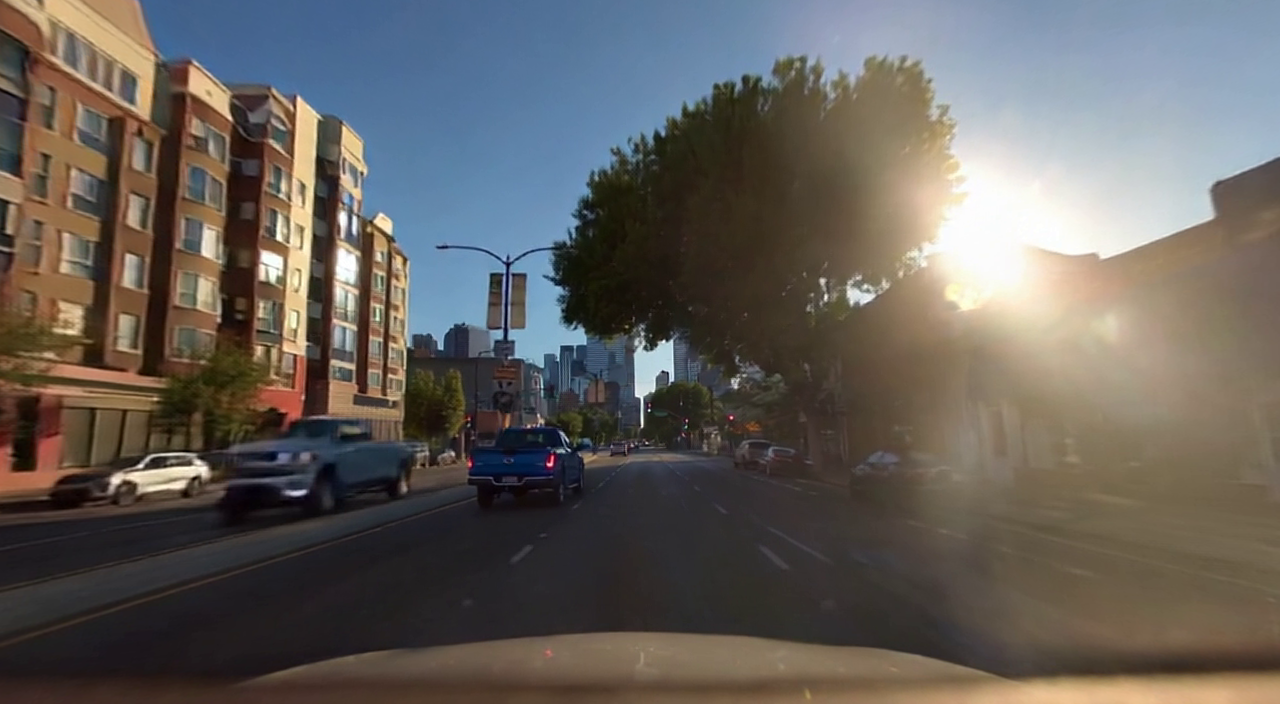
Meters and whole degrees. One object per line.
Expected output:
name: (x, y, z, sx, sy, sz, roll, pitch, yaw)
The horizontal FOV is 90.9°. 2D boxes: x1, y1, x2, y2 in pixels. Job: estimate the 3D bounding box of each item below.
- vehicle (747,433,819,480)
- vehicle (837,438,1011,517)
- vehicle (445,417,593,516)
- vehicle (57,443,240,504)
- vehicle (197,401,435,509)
vehicle: (6.133, 4.546, 27.686, 2.043, 1.841, 4.842, 0, -9, 1)
vehicle: (6.129, 2.744, 14.248, 1.988, 1.514, 3.962, 0, -9, -1)
vehicle: (-2.423, 2.512, 14.305, 2.197, 1.786, 5.365, 0, -9, 1)
vehicle: (-16.190, 3.993, 21.248, 2.030, 1.801, 5.036, 0, -9, 0)
vehicle: (-7.128, 2.400, 14.963, 2.462, 2.027, 5.808, 0, -9, 1)
